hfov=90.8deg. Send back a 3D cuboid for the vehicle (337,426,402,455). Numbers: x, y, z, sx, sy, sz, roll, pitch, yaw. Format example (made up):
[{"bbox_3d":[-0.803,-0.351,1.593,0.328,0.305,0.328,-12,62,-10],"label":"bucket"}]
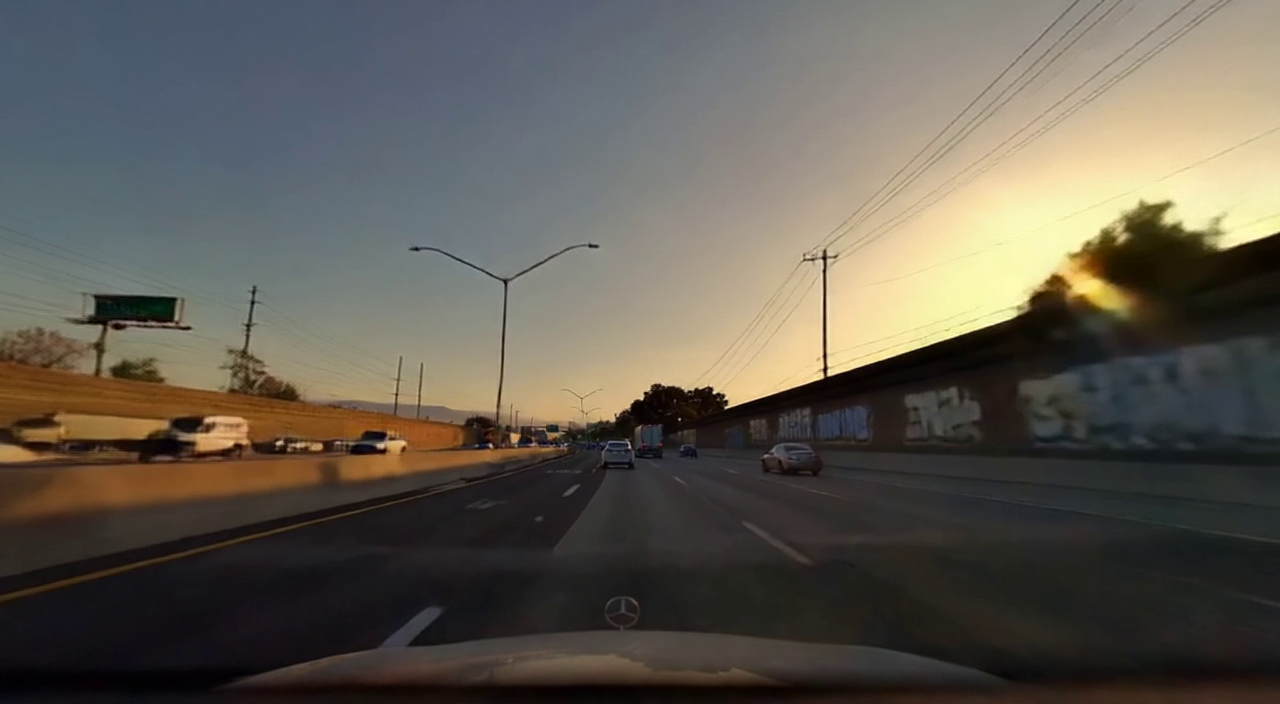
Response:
[{"bbox_3d":[-17.495,5.784,41.163,2.138,1.755,5.022,0,-9,-1],"label":"vehicle"}]

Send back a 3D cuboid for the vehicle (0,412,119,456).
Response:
[{"bbox_3d":[-31.126,4.342,33.131,5.594,2.183,2.388,6,-11,-36],"label":"vehicle"}]

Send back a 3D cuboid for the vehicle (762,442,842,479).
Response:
[{"bbox_3d":[6.817,4.639,27.246,2.018,1.451,4.762,0,-9,-2],"label":"vehicle"}]

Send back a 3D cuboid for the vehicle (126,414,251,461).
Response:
[{"bbox_3d":[-22.263,4.305,31.534,2.270,2.130,5.448,0,-9,-1],"label":"vehicle"}]

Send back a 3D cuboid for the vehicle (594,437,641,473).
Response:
[{"bbox_3d":[-1.101,5.048,31.080,2.191,1.685,3.353,0,-9,-2],"label":"vehicle"}]
